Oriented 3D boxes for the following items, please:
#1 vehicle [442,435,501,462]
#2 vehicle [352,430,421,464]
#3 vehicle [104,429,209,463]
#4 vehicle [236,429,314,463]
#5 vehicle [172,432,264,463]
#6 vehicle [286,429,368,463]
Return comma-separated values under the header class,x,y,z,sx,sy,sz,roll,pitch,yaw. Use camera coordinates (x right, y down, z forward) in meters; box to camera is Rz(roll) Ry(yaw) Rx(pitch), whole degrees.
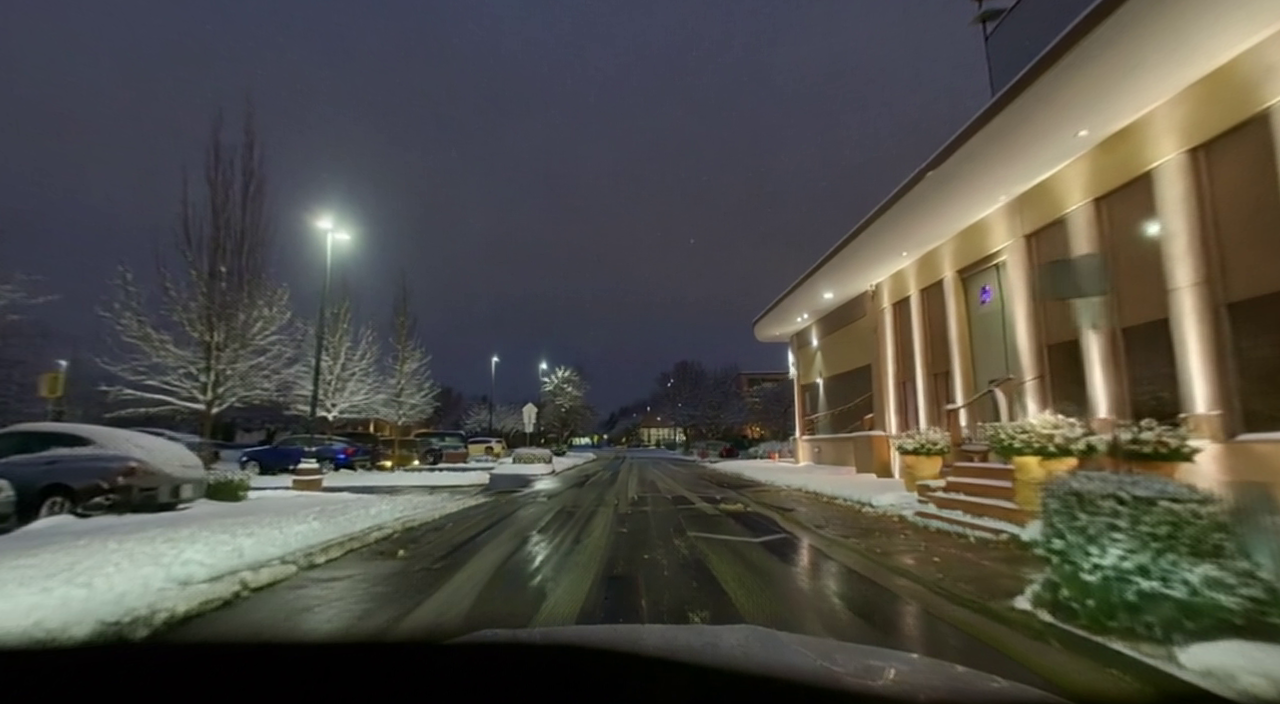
class,x,y,z,sx,sy,sz,roll,pitch,yaw
vehicle,-10.248,5.920,38.855,1.891,1.464,4.646,2,-8,6
vehicle,-12.998,4.915,32.724,1.892,1.597,4.259,0,-8,-2
vehicle,-24.350,4.749,32.040,1.773,1.498,4.085,3,-8,6
vehicle,-18.741,4.826,32.616,1.902,1.645,3.903,0,-7,-5
vehicle,-21.377,4.868,32.210,1.909,1.474,3.908,0,-8,2
vehicle,-15.920,4.828,32.389,1.928,1.613,4.197,0,-8,2
